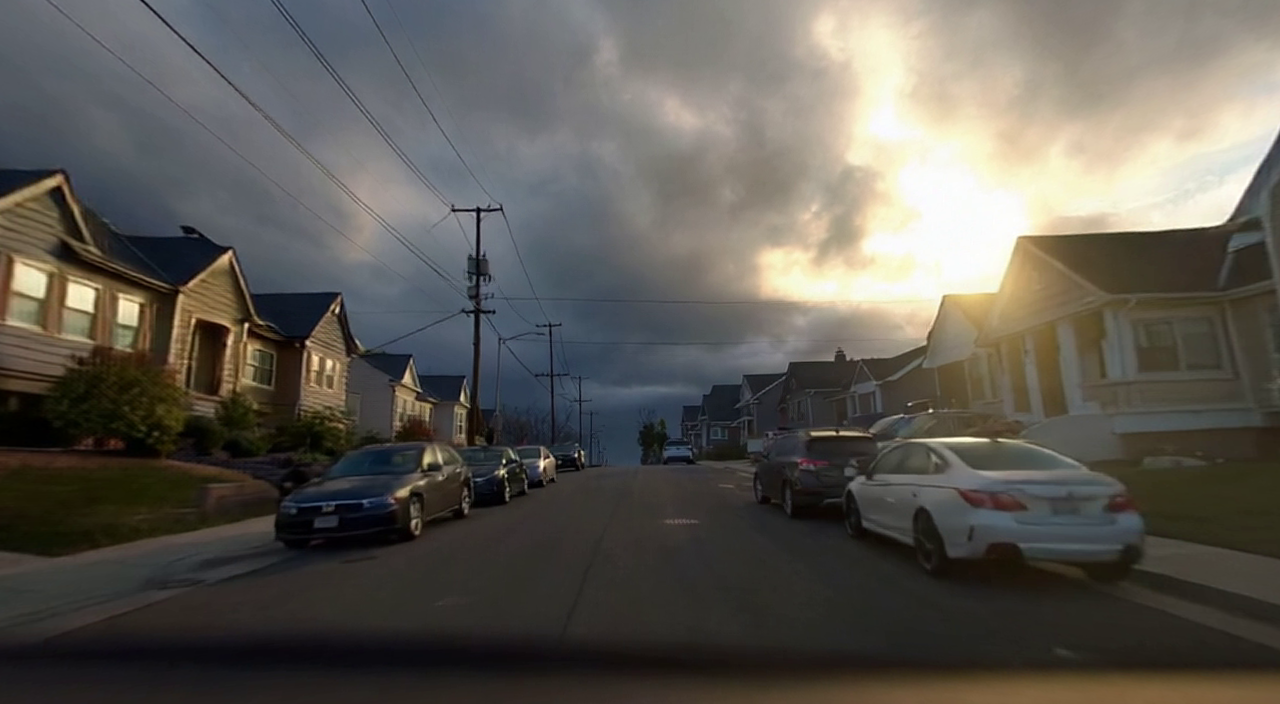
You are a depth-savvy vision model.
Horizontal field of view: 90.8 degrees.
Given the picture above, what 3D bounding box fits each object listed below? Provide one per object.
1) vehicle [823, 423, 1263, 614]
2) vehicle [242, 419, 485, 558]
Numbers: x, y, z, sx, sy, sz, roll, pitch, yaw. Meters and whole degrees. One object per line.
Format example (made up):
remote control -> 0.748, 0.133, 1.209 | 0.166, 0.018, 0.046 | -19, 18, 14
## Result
vehicle -> 3.658, 1.584, 7.037 | 2.083, 1.407, 4.506 | 0, -9, 3
vehicle -> -4.198, 2.187, 10.671 | 2.031, 1.708, 4.746 | -2, -10, -1
